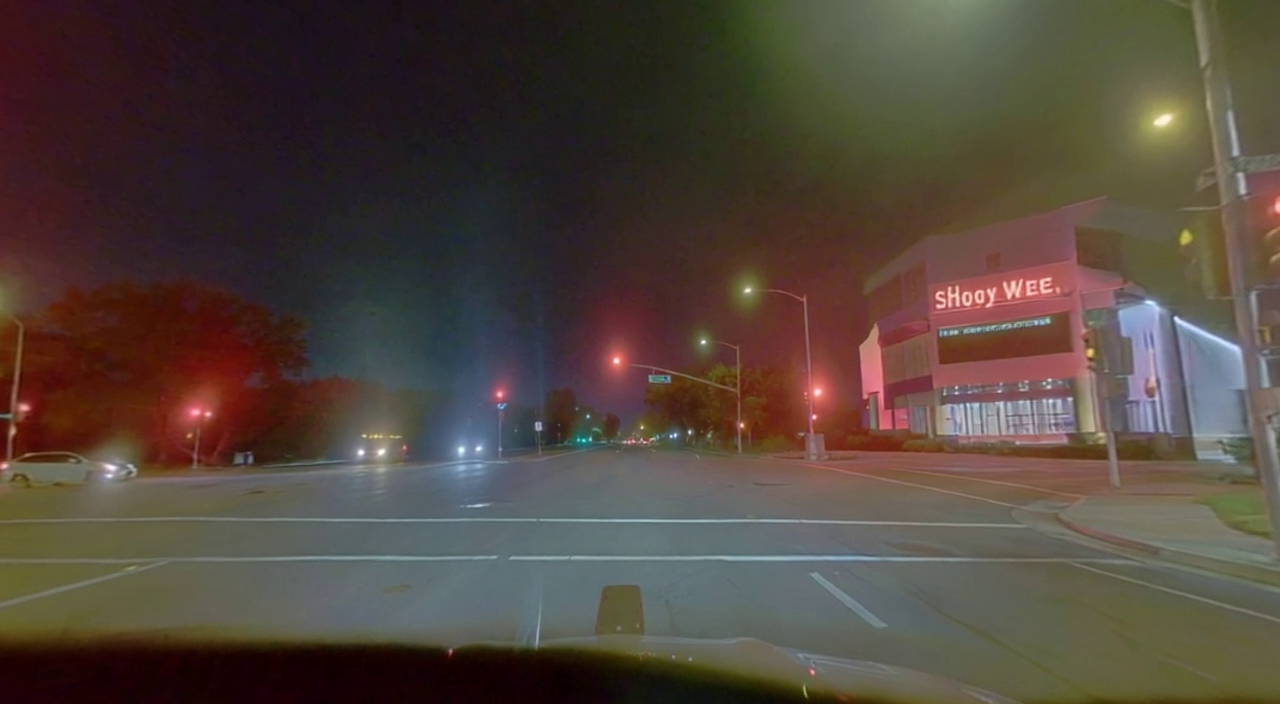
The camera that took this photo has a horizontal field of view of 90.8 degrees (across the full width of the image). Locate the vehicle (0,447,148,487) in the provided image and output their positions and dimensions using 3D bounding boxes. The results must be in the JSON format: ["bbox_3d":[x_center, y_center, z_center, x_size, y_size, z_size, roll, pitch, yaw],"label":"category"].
[{"bbox_3d":[-22.711,4.532,25.118,4.500,1.465,1.936,0,-8,-4],"label":"vehicle"}]
